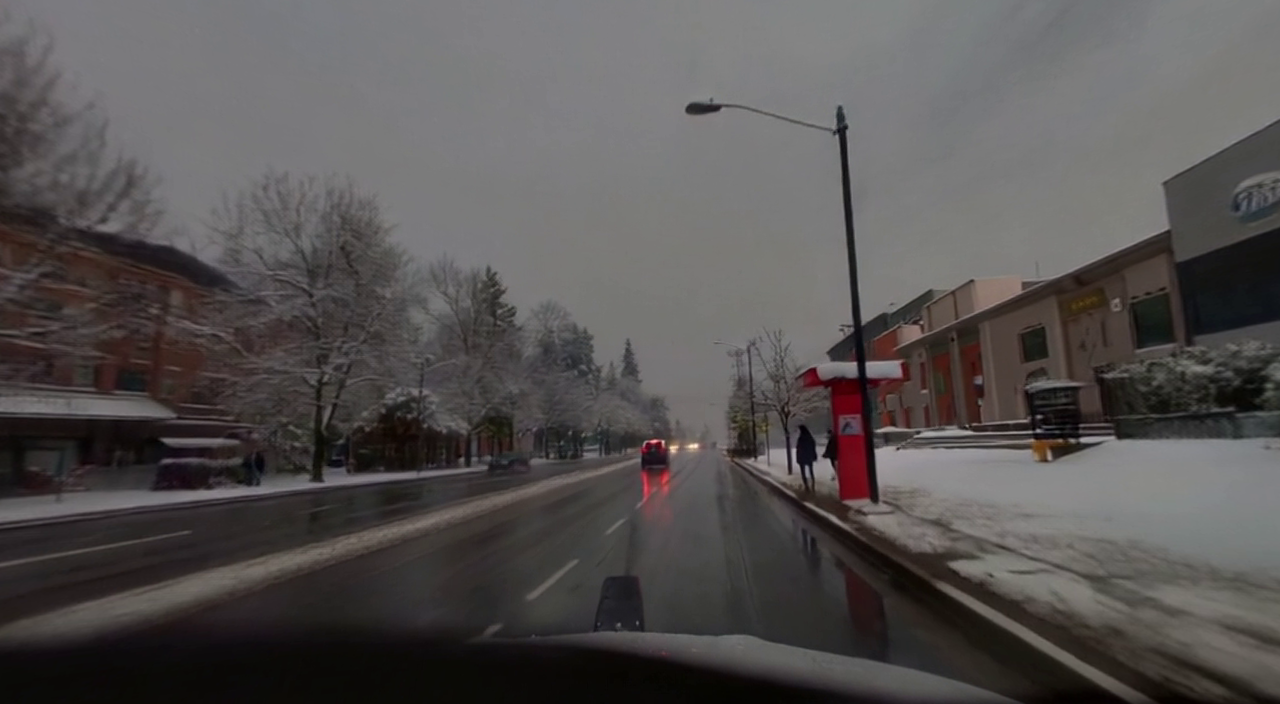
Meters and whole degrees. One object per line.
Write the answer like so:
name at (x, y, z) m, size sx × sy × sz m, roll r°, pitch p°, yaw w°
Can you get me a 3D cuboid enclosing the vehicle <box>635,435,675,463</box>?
vehicle at (1.040, 6.385, 41.707) m, size 2.101 × 1.721 × 4.364 m, roll -2°, pitch -8°, yaw 8°
